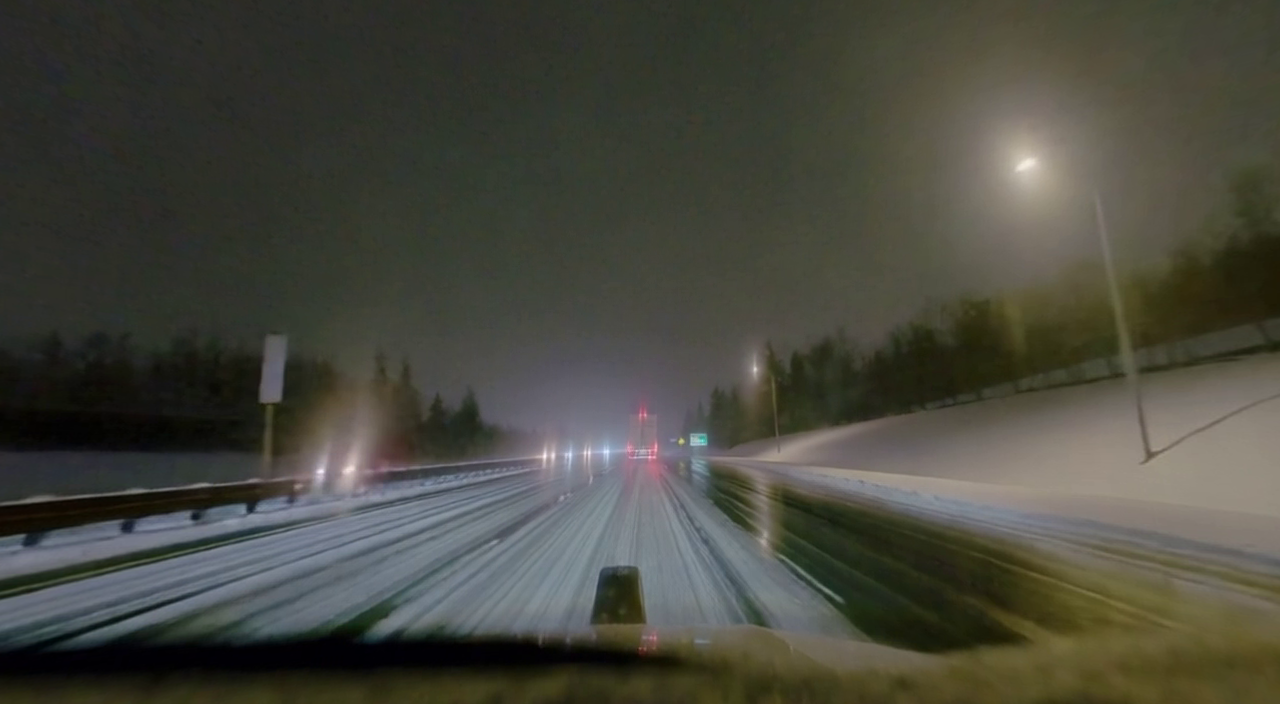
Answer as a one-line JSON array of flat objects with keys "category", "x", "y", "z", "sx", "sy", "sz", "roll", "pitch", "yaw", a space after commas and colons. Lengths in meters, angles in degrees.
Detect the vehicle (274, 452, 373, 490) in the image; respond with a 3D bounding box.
[{"category": "vehicle", "x": -13.382, "y": 5.042, "z": 27.051, "sx": 1.893, "sy": 1.421, "sz": 4.469, "roll": 0, "pitch": -9, "yaw": 1}]
